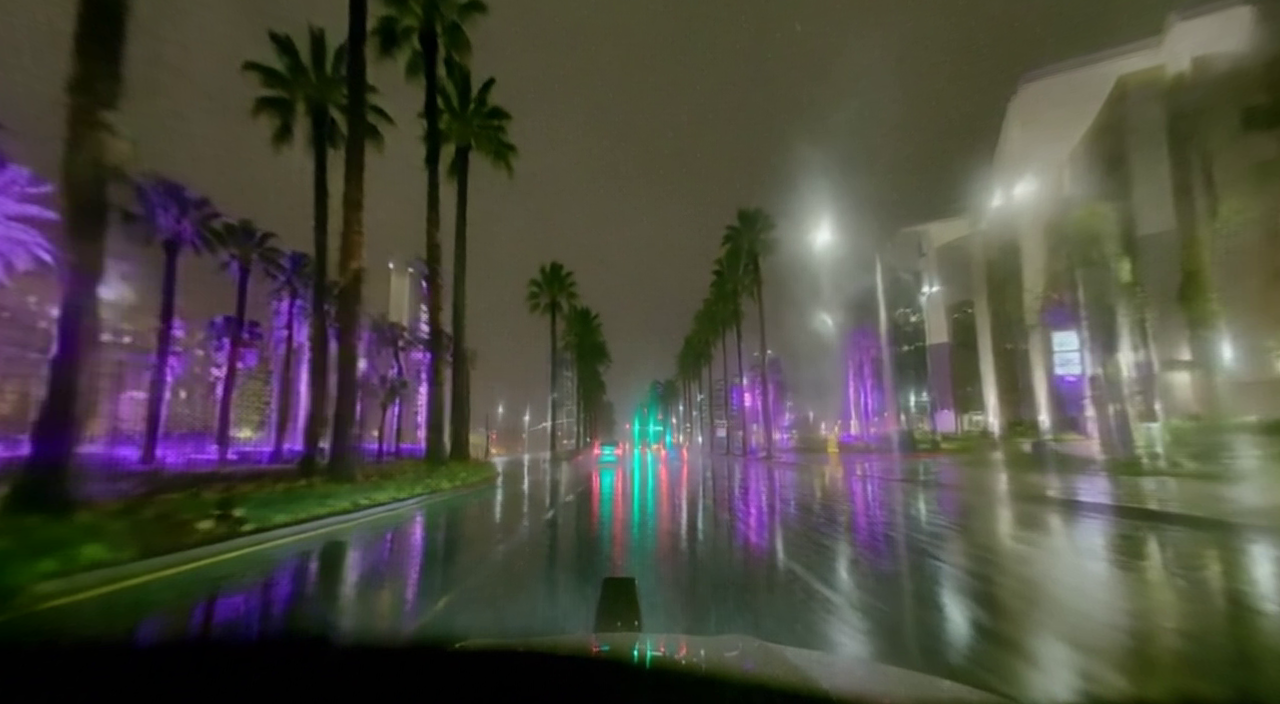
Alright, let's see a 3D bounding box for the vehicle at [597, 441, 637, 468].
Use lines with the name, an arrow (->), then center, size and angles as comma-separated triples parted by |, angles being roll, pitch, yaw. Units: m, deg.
vehicle -> -1.395, 6.456, 40.111 | 2.160, 1.615, 4.117 | -1, -9, 4
